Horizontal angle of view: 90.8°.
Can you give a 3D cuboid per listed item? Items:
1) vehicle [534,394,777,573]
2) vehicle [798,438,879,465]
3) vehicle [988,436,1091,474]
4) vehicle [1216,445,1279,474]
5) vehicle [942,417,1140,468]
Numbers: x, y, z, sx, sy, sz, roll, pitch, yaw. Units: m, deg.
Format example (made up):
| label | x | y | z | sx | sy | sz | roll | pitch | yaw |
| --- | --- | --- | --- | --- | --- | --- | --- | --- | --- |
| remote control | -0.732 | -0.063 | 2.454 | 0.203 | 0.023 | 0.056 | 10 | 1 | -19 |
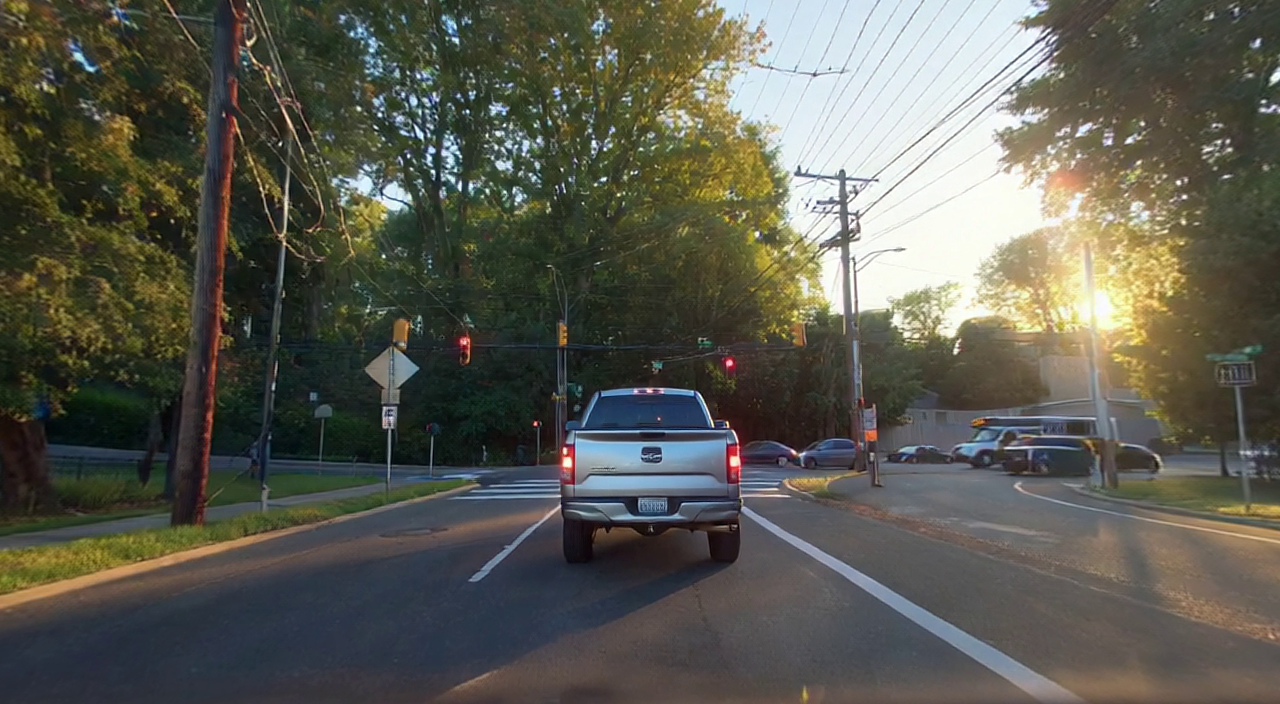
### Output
| label | x | y | z | sx | sy | sz | roll | pitch | yaw |
| --- | --- | --- | --- | --- | --- | --- | --- | --- | --- |
| vehicle | 0.123 | 1.870 | 9.901 | 2.707 | 1.964 | 5.485 | 0 | -8 | -1 |
| vehicle | 14.319 | 7.234 | 45.873 | 5.235 | 1.878 | 2.107 | -1 | -8 | 5 |
| vehicle | 17.617 | 4.488 | 27.814 | 4.520 | 1.496 | 2.060 | 5 | -10 | -33 |
| vehicle | 41.325 | 6.991 | 41.265 | 5.426 | 1.728 | 1.999 | 0 | -8 | -2 |
| vehicle | 26.046 | 5.937 | 41.424 | 10.726 | 3.128 | 3.003 | -1 | -8 | 1 |
